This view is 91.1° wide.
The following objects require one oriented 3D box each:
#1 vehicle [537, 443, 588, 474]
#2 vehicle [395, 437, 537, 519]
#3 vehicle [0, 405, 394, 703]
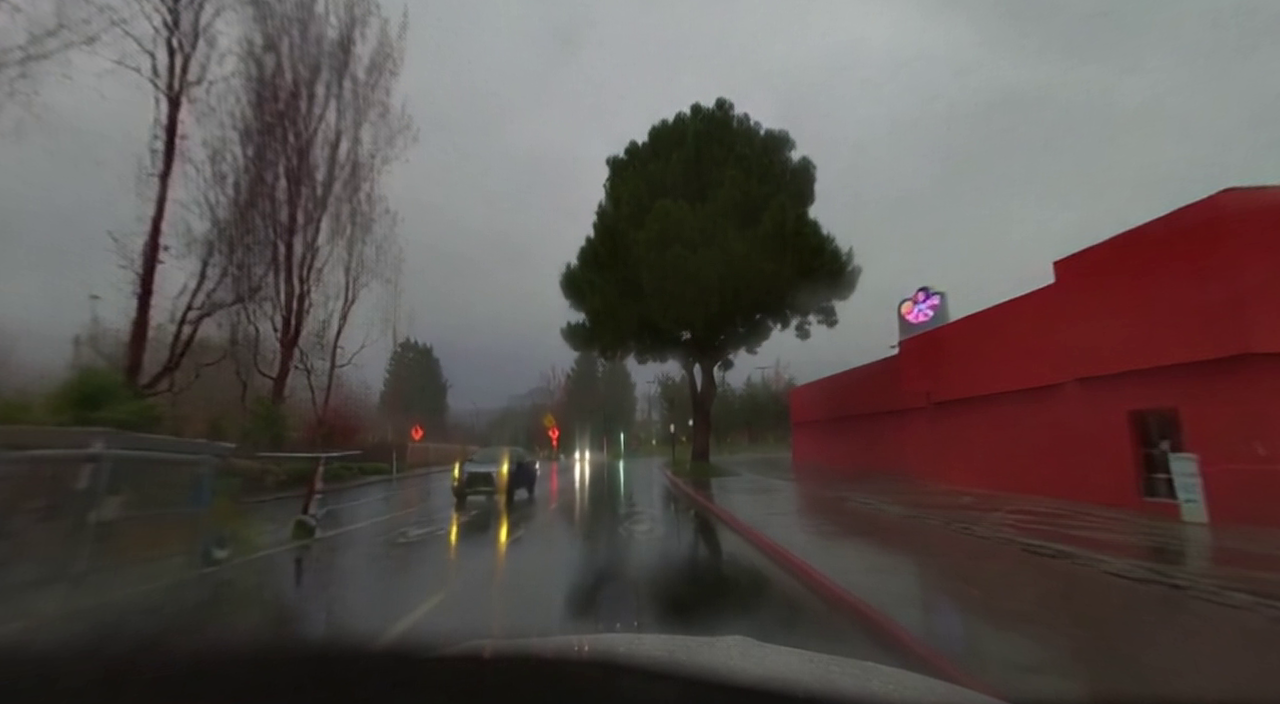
[{"bbox_3d":[-3.883,5.412,32.194,1.962,1.424,4.289,0,-8,1],"label":"vehicle"},{"bbox_3d":[-3.558,2.614,13.745,1.853,1.478,4.381,0,-8,0],"label":"vehicle"},{"bbox_3d":[-3.421,1.242,4.400,1.768,1.539,4.147,0,-8,-1],"label":"vehicle"}]
